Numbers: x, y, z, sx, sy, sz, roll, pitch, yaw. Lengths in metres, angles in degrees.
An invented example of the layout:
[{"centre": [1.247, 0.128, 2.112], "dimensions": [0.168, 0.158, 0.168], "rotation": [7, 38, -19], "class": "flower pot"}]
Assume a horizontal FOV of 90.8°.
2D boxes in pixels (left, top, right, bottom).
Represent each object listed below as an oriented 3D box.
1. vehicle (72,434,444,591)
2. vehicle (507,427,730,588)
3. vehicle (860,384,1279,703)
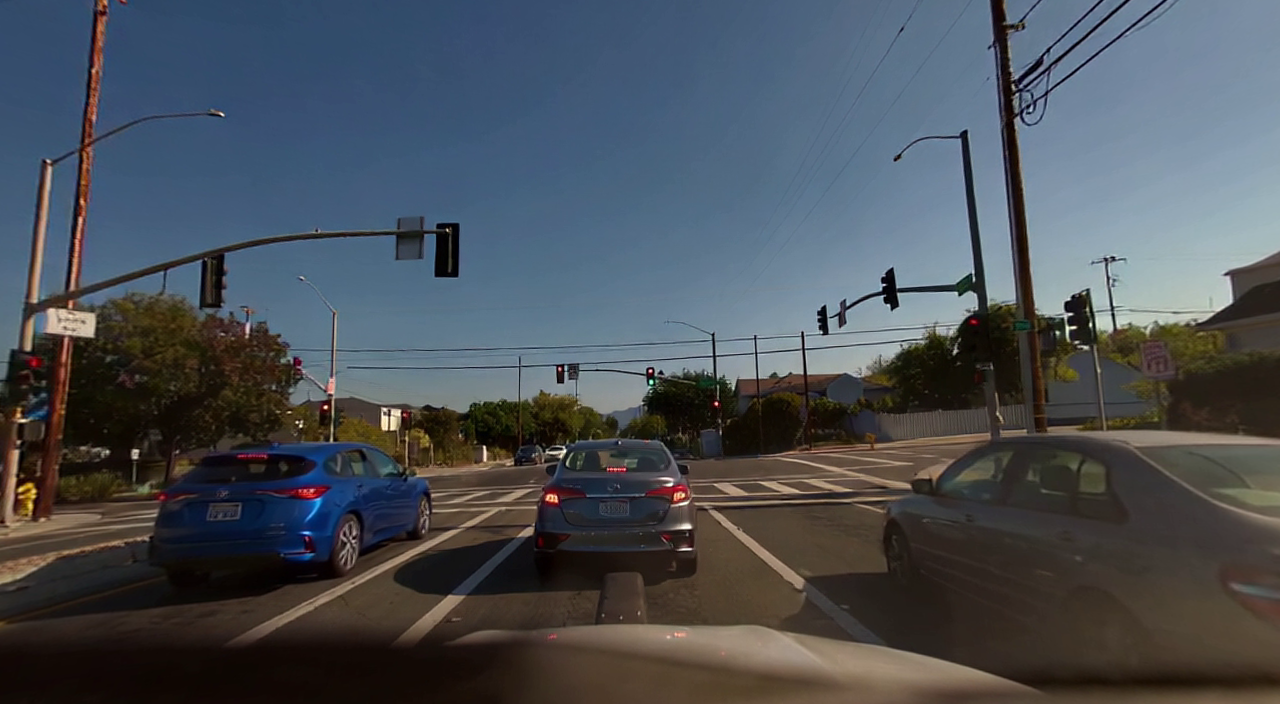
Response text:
[{"centre": [-4.371, 1.865, 8.305], "dimensions": [2.106, 1.492, 4.312], "rotation": [0, -8, 1], "class": "vehicle"}, {"centre": [-0.220, 1.759, 8.029], "dimensions": [2.061, 1.485, 4.196], "rotation": [0, -8, -1], "class": "vehicle"}, {"centre": [2.905, 1.106, 3.664], "dimensions": [1.860, 1.494, 3.707], "rotation": [0, -8, -1], "class": "vehicle"}]
